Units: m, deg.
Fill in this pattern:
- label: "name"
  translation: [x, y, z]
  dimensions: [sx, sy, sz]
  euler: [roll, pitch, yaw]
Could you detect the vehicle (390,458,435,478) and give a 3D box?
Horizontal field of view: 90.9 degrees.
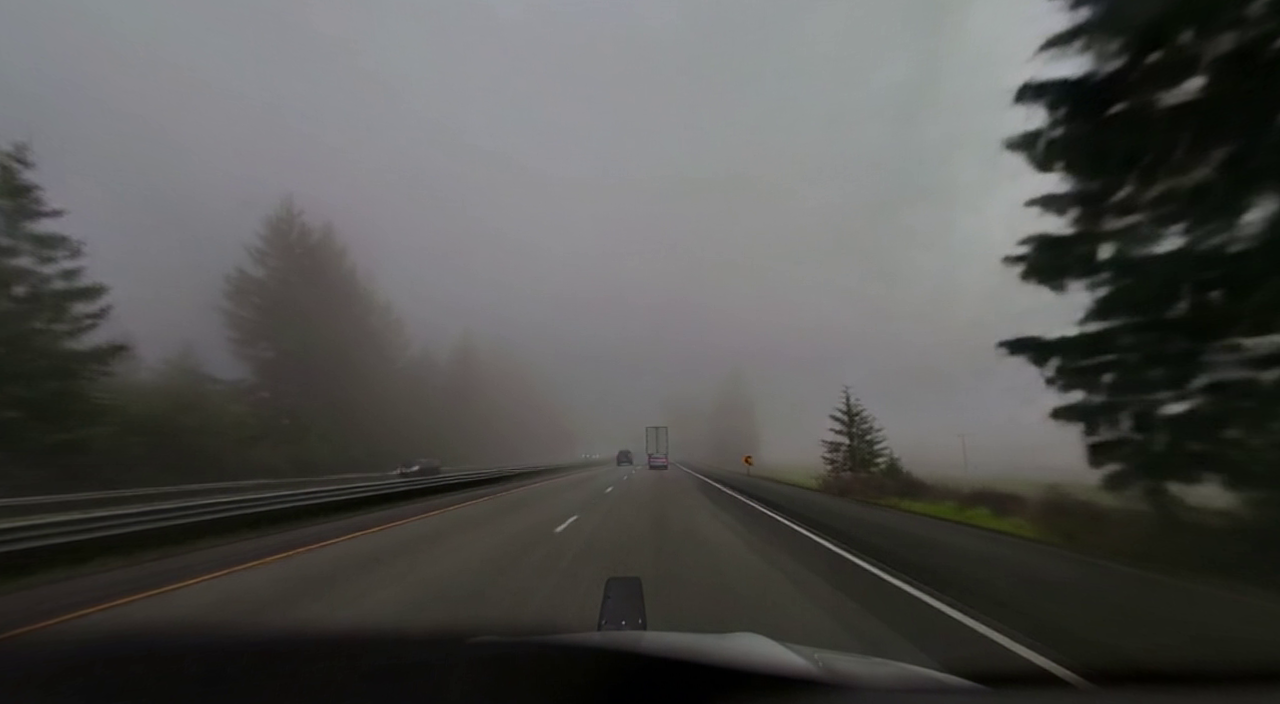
- label: "vehicle"
  translation: [-17.530, 8.949, 48.804]
  dimensions: [1.876, 1.437, 3.888]
  euler: [-1, -9, 3]
